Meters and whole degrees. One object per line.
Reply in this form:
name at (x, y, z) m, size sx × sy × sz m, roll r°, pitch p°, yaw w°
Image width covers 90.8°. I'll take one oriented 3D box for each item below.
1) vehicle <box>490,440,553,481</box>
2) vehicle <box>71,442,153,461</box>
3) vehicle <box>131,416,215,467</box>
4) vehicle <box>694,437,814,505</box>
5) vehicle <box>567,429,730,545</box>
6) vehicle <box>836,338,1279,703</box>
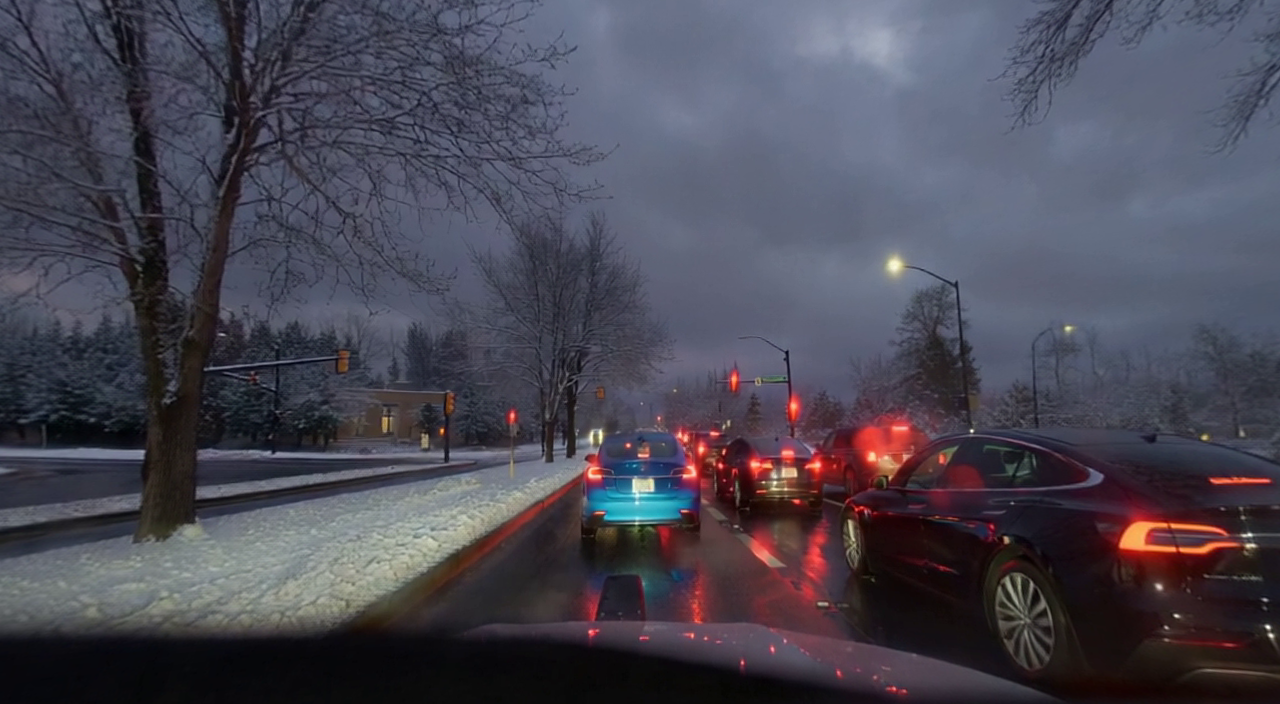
vehicle at (-4.636, 4.283, 25.273) m, size 1.972 × 1.457 × 4.171 m, roll 0°, pitch -8°, yaw -4°
vehicle at (-40.313, 7.573, 48.305) m, size 4.418 × 1.415 × 1.941 m, roll 0°, pitch -8°, yaw -2°
vehicle at (-29.264, 5.611, 39.713) m, size 2.608 × 2.990 × 3.026 m, roll 2°, pitch -8°, yaw 3°
vehicle at (2.697, 2.931, 16.048) m, size 2.058 × 1.466 × 4.208 m, roll 0°, pitch -8°, yaw -3°
vehicle at (0.029, 2.086, 10.492) m, size 2.147 × 1.499 × 4.240 m, roll 0°, pitch -8°, yaw -2°
vehicle at (3.188, 1.108, 4.307) m, size 2.167 × 1.676 × 4.443 m, roll 0°, pitch -8°, yaw -1°
